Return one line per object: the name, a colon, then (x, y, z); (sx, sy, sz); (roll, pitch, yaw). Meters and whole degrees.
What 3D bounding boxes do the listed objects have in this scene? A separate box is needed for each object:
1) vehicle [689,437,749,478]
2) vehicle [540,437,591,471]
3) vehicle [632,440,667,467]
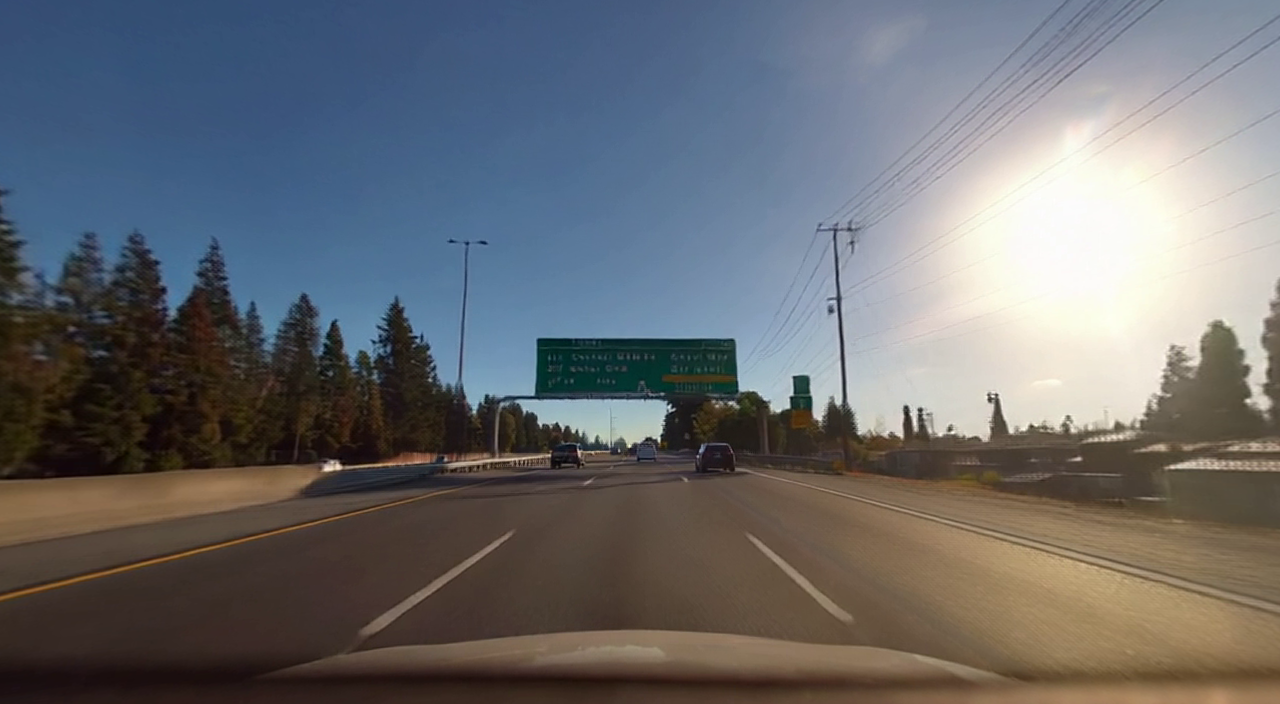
vehicle: (3.302, 4.465, 26.983); (1.996, 1.579, 3.841); (0, -8, -1)
vehicle: (-4.110, 5.719, 35.557); (2.217, 1.773, 4.553); (0, -8, 1)
vehicle: (0.536, 6.351, 39.588); (2.049, 1.620, 4.153); (0, -8, 0)
